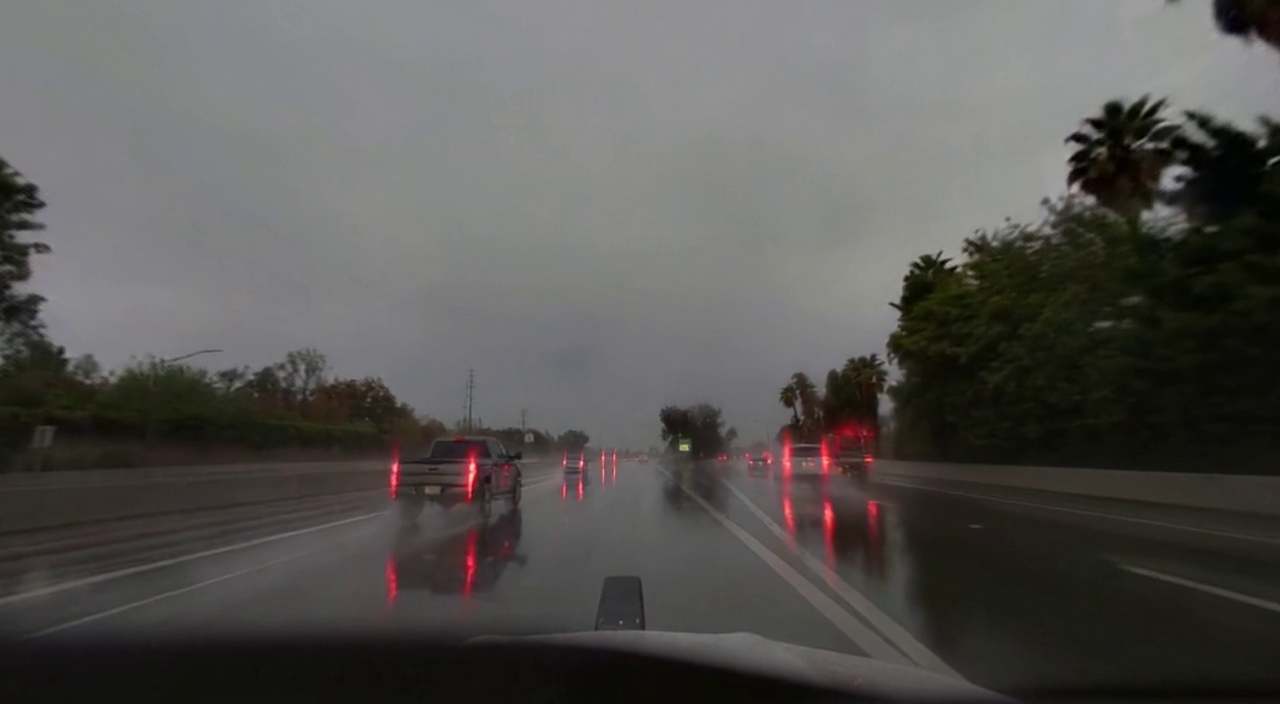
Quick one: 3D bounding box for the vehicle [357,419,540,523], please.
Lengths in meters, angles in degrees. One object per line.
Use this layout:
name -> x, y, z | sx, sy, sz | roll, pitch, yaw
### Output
vehicle -> -4.113, 2.726, 14.952 | 2.420, 1.937, 5.916 | 0, -9, 1

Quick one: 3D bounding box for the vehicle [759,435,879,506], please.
vehicle -> 5.055, 3.449, 18.745 | 2.303, 1.791, 5.247 | -1, -9, 3

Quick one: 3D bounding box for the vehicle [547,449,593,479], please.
vehicle -> -3.920, 6.367, 36.045 | 2.052, 1.545, 4.470 | 0, -9, 1
